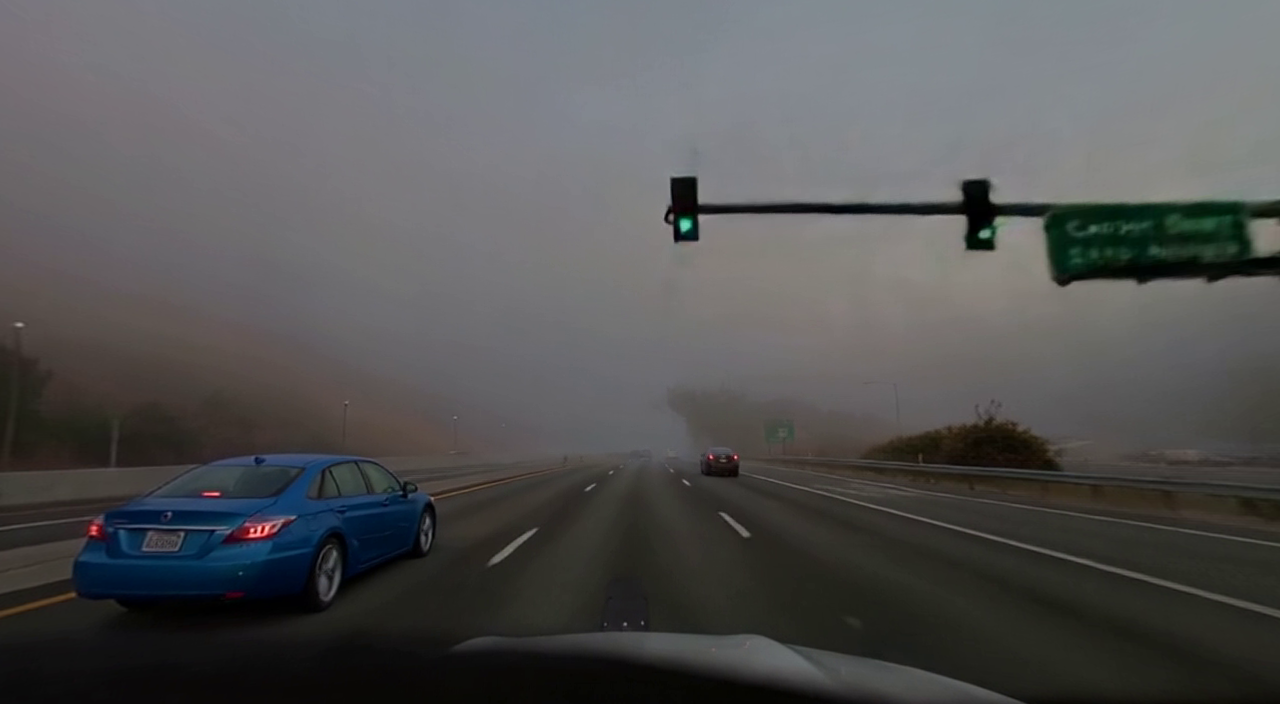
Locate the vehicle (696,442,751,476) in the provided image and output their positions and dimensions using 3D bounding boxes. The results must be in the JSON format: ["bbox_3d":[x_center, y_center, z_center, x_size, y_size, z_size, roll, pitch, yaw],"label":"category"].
[{"bbox_3d":[3.820,4.989,29.596,1.916,1.469,4.481,0,-8,-1],"label":"vehicle"}]
